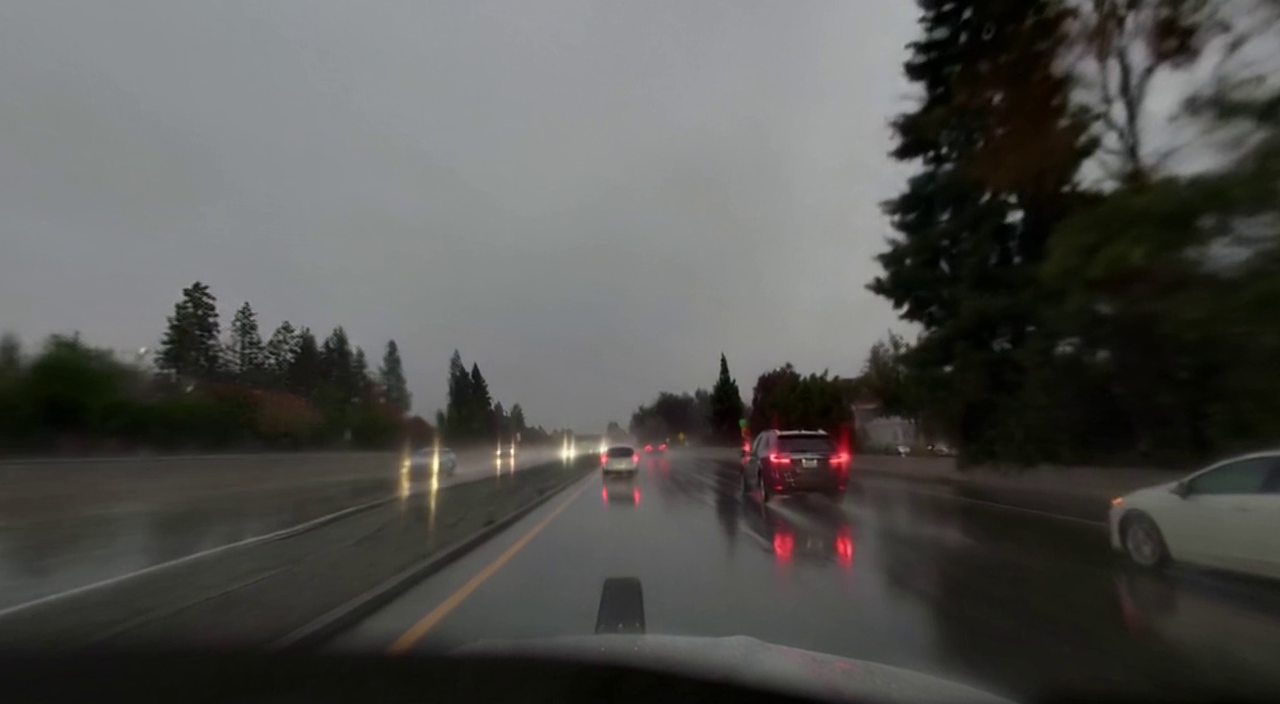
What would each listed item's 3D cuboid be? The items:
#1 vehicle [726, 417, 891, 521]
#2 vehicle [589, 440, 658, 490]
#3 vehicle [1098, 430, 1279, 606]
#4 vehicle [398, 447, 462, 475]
[{"bbox_3d":[3.322,2.421,13.589,2.186,1.842,4.553,0,-9,-1],"label":"vehicle"},{"bbox_3d":[-0.502,3.640,20.689,2.040,1.451,3.736,0,-9,0],"label":"vehicle"},{"bbox_3d":[6.601,1.339,4.951,2.434,1.467,4.726,0,-8,-1],"label":"vehicle"},{"bbox_3d":[-11.486,5.972,34.911,2.022,1.447,4.427,0,-8,0],"label":"vehicle"}]
